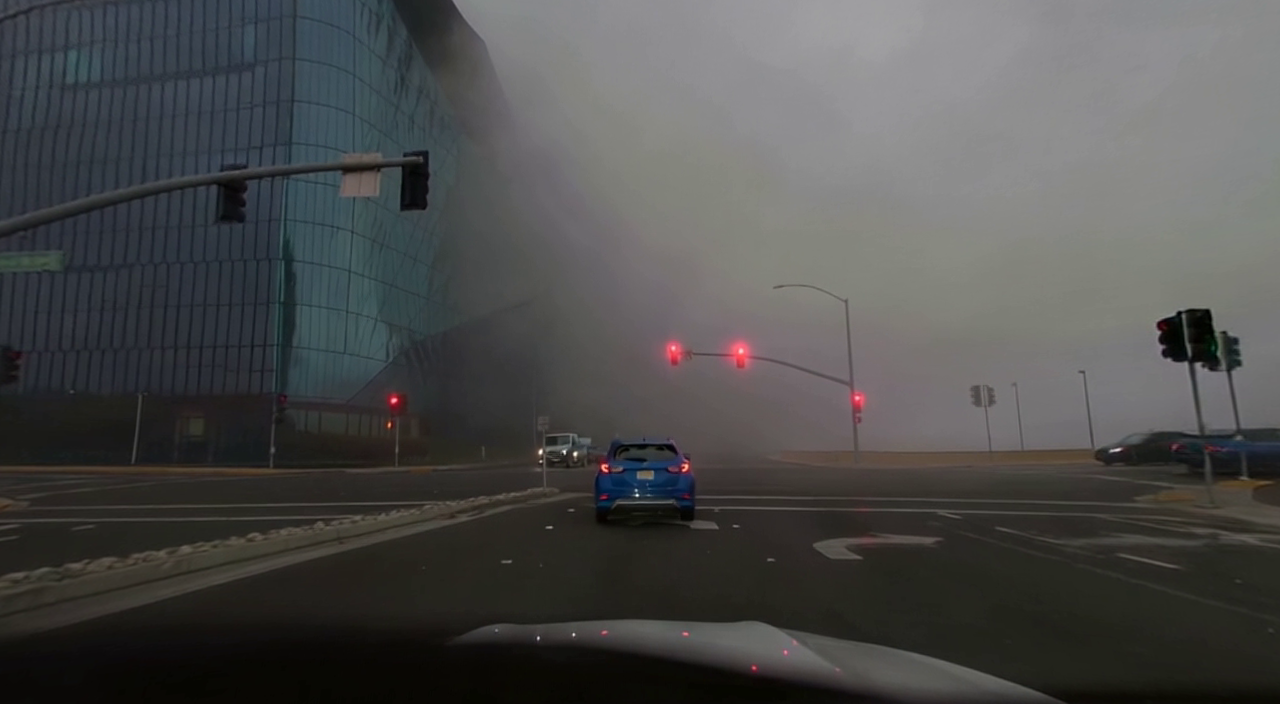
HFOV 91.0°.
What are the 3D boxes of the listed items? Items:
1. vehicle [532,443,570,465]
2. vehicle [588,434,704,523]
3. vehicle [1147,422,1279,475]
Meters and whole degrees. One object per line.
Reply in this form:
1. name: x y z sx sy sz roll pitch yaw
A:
1. vehicle: -6.700 7.742 47.834 2.113 1.535 4.504 0 -9 2
2. vehicle: 0.212 2.524 13.129 2.014 1.525 4.197 0 -9 3
3. vehicle: 21.133 3.384 22.099 4.739 1.749 2.174 0 -9 -1
